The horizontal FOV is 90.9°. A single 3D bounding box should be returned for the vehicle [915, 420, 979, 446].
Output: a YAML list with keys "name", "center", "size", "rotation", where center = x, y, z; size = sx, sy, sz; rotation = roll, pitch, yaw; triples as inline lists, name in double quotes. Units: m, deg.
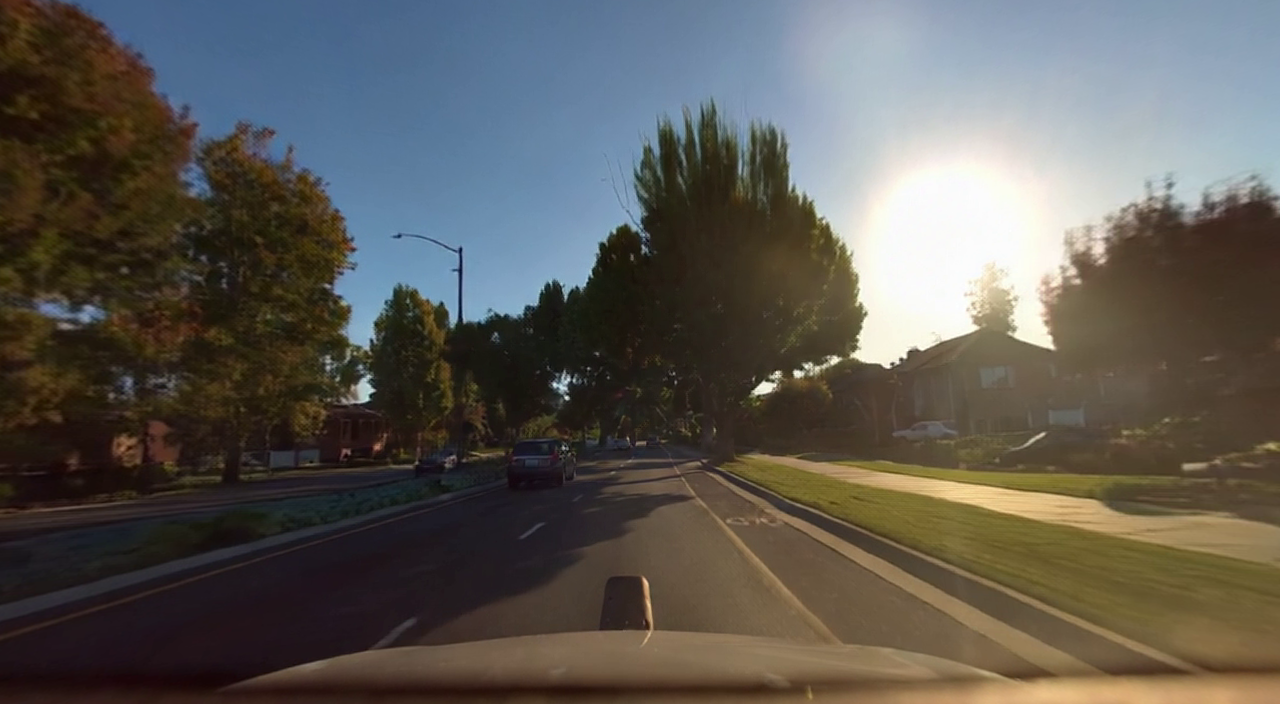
- name: "vehicle"
  center: [18.663, 5.017, 38.616]
  size: [1.939, 1.477, 5.129]
  rotation: [-1, -8, 8]

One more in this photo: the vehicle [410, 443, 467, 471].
- name: "vehicle"
  center: [-11.244, 5.865, 35.411]
  size: [1.740, 1.476, 3.850]
  rotation: [0, -8, 2]

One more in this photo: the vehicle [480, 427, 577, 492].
- name: "vehicle"
  center: [-3.283, 3.263, 19.515]
  size: [2.073, 1.770, 4.302]
  rotation: [0, -8, 2]
